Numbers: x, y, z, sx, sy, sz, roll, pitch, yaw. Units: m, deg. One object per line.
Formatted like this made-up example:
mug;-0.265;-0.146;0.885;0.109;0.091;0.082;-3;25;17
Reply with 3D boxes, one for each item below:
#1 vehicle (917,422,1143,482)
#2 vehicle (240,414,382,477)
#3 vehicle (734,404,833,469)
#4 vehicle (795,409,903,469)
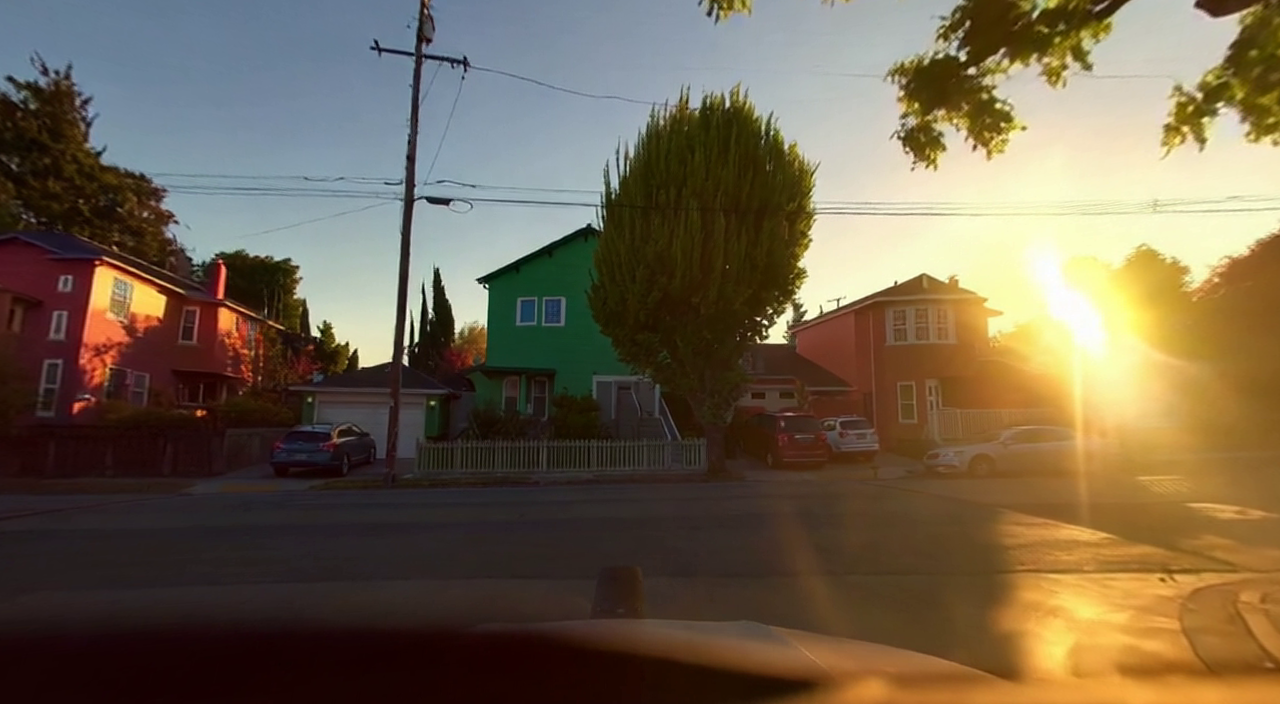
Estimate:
vehicle;10.191;2.655;16.753;4.644;1.482;1.997;0;-9;0
vehicle;-10.262;3.005;20.174;2.091;1.760;4.760;0;-8;-2
vehicle;4.536;2.711;20.648;2.081;1.891;4.367;0;-6;-2
vehicle;6.719;2.859;20.789;2.053;1.756;4.034;0;-8;-2
